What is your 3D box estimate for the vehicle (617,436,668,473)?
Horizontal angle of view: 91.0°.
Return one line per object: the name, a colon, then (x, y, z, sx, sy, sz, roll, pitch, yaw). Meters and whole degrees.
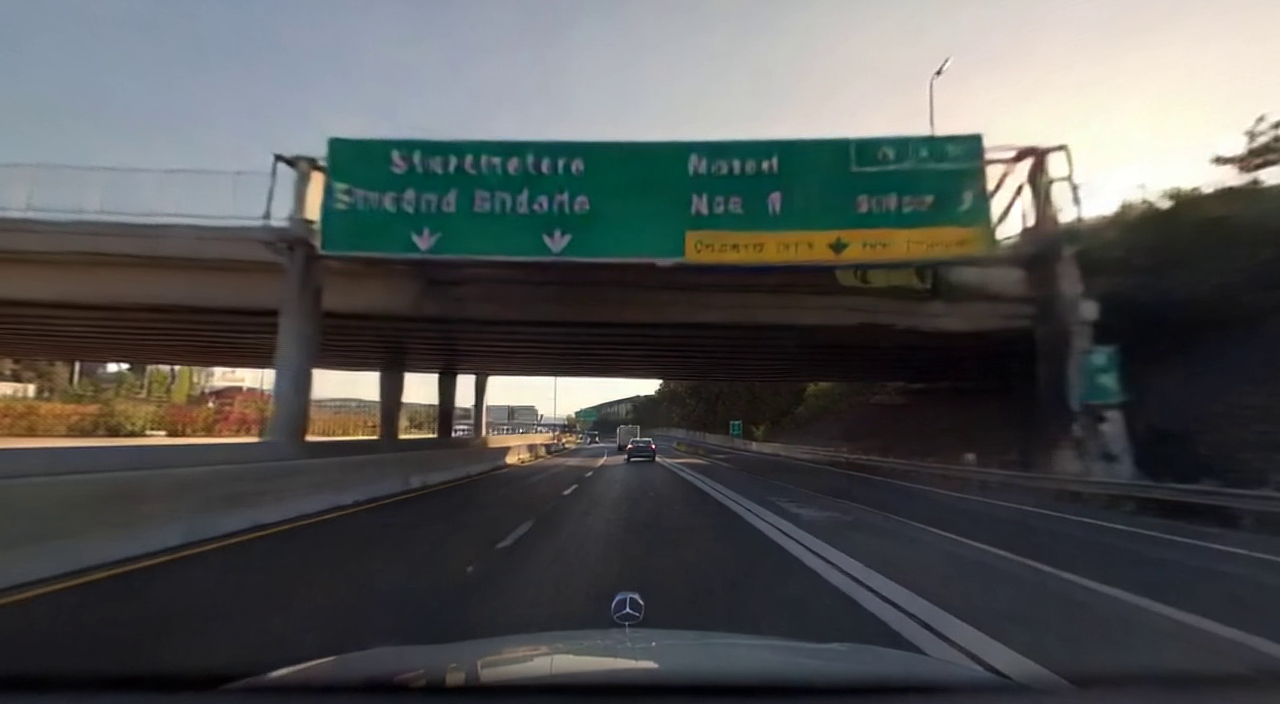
vehicle: (0.111, 4.557, 28.160, 2.130, 1.512, 4.057, 0, -8, 0)
